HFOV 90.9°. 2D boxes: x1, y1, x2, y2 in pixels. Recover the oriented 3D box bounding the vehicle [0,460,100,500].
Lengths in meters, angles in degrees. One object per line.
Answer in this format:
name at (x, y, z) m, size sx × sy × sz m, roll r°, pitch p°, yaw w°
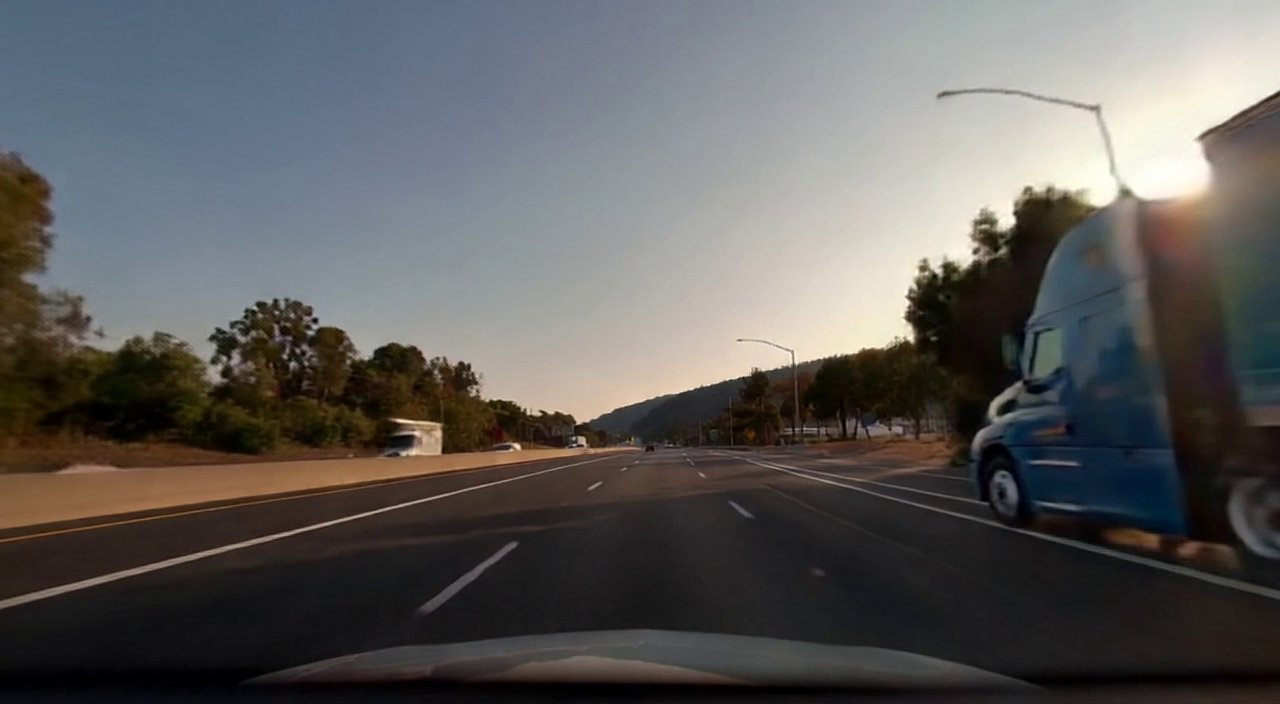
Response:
vehicle at (-25.457, 5.288, 26.356) m, size 1.777 × 1.428 × 4.404 m, roll 0°, pitch -8°, yaw 2°
